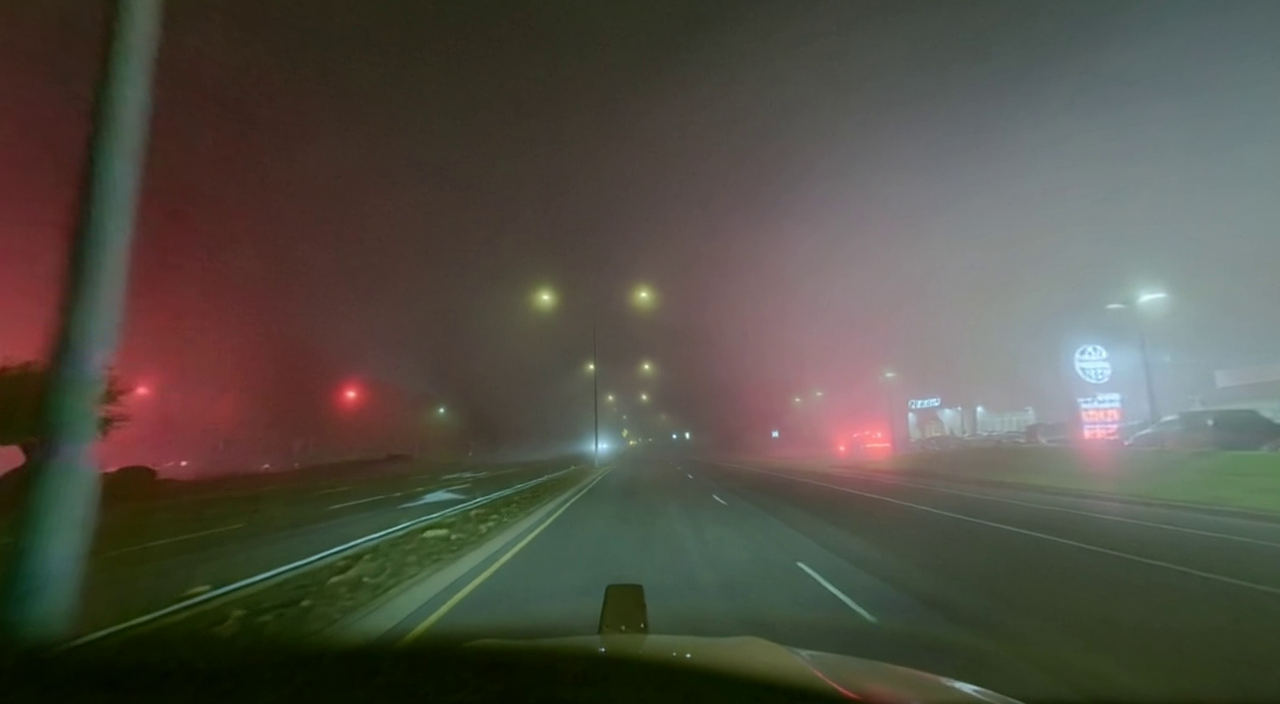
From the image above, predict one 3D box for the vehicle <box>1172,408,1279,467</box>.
[{"bbox_3d":[20.097,2.699,20.009,4.532,1.763,2.102,1,-7,-2],"label":"vehicle"}]
